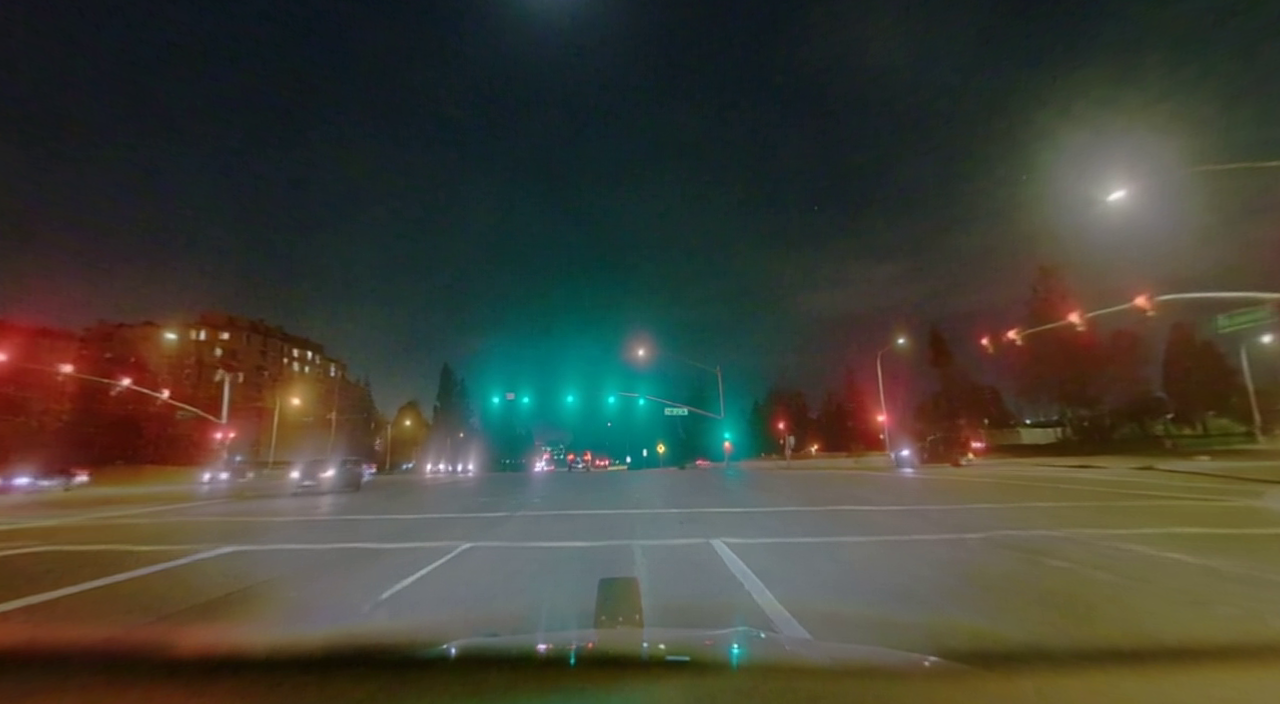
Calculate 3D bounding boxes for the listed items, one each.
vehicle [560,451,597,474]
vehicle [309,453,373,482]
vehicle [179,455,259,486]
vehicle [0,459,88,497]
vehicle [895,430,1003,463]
[{"bbox_3d":[-4.131,7.491,43.171,2.073,1.445,4.151,0,-8,0],"label":"vehicle"},{"bbox_3d":[-18.590,7.185,39.549,1.864,1.678,4.288,0,-8,1],"label":"vehicle"},{"bbox_3d":[-25.594,7.188,38.574,1.877,1.640,4.337,0,-8,0],"label":"vehicle"},{"bbox_3d":[-28.967,5.933,30.009,1.789,1.579,4.026,0,-8,0],"label":"vehicle"},{"bbox_3d":[17.740,5.460,36.487,5.003,1.786,2.369,0,-8,-2],"label":"vehicle"}]
